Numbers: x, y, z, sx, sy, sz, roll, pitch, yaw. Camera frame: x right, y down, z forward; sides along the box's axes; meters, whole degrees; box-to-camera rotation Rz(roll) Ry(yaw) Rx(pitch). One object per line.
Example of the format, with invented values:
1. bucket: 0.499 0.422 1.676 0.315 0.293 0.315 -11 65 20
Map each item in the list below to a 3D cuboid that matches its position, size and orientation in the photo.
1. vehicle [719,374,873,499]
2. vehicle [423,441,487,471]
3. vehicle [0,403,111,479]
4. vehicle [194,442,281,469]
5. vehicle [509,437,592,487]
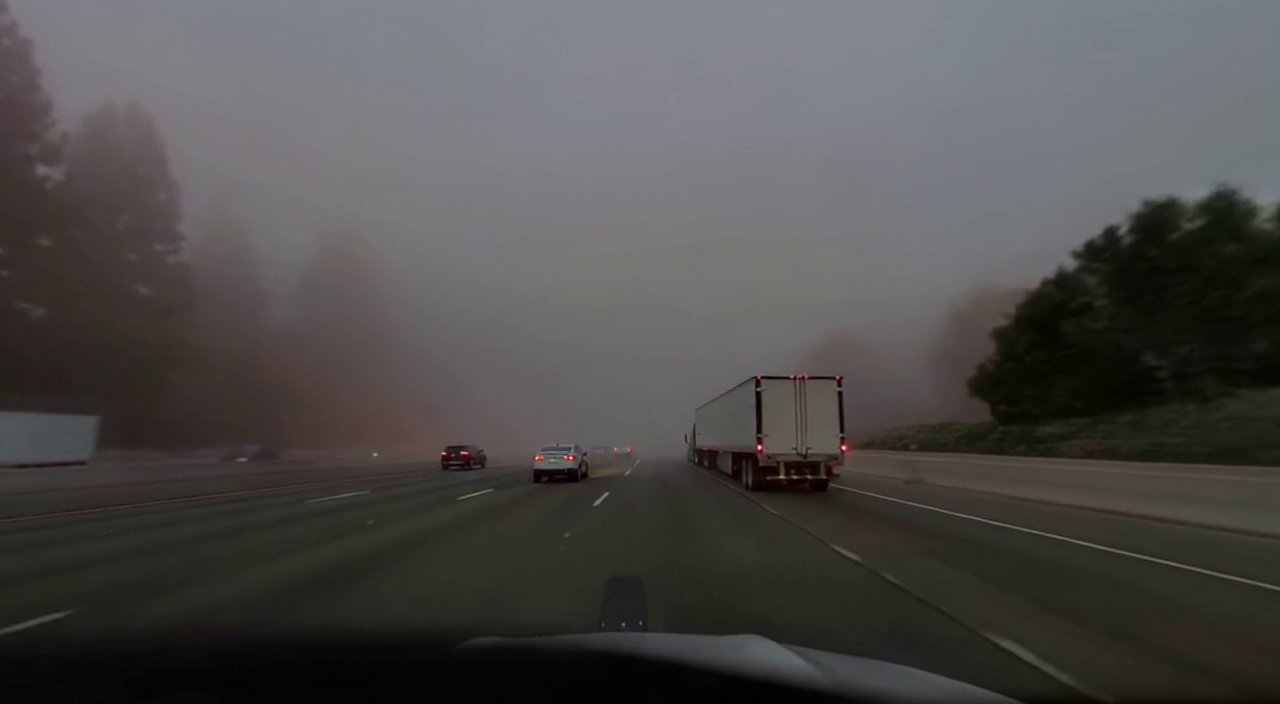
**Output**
1. vehicle: 4.245 2.562 19.003 2.732 3.052 7.118 0 -8 0
2. vehicle: -9.720 5.473 33.508 1.899 1.465 4.589 0 -8 1
3. vehicle: -35.866 4.579 32.342 2.911 4.023 16.399 0 -8 2
4. vehicle: -27.886 7.157 44.008 2.155 1.732 5.806 0 -8 2
5. vehicle: -2.791 3.550 20.738 1.981 1.473 4.317 0 -8 2
